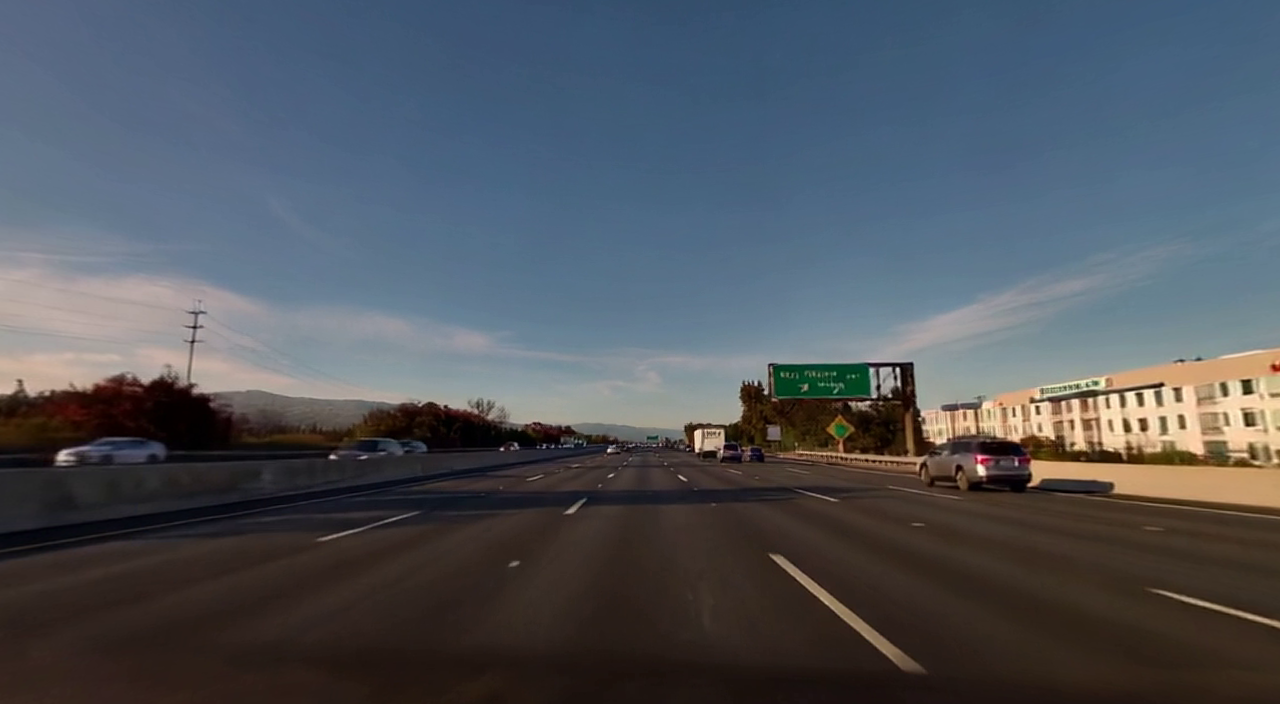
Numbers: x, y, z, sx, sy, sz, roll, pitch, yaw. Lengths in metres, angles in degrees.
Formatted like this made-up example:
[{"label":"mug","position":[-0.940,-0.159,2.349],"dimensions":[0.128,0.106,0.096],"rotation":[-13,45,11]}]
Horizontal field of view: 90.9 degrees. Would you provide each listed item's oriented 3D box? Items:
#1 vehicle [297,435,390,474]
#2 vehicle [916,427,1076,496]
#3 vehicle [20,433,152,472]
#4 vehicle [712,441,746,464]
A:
[{"label":"vehicle","position":[-12.518,4.349,26.930],"dimensions":[1.827,1.495,4.213],"rotation":[0,-8,1]},{"label":"vehicle","position":[10.778,3.329,19.625],"dimensions":[2.168,1.861,4.678],"rotation":[0,-8,0]},{"label":"vehicle","position":[-25.843,4.687,29.683],"dimensions":[1.949,1.676,4.578],"rotation":[0,-8,1]},{"label":"vehicle","position":[6.996,7.951,49.971],"dimensions":[2.064,1.681,4.287],"rotation":[0,-8,-1]}]
